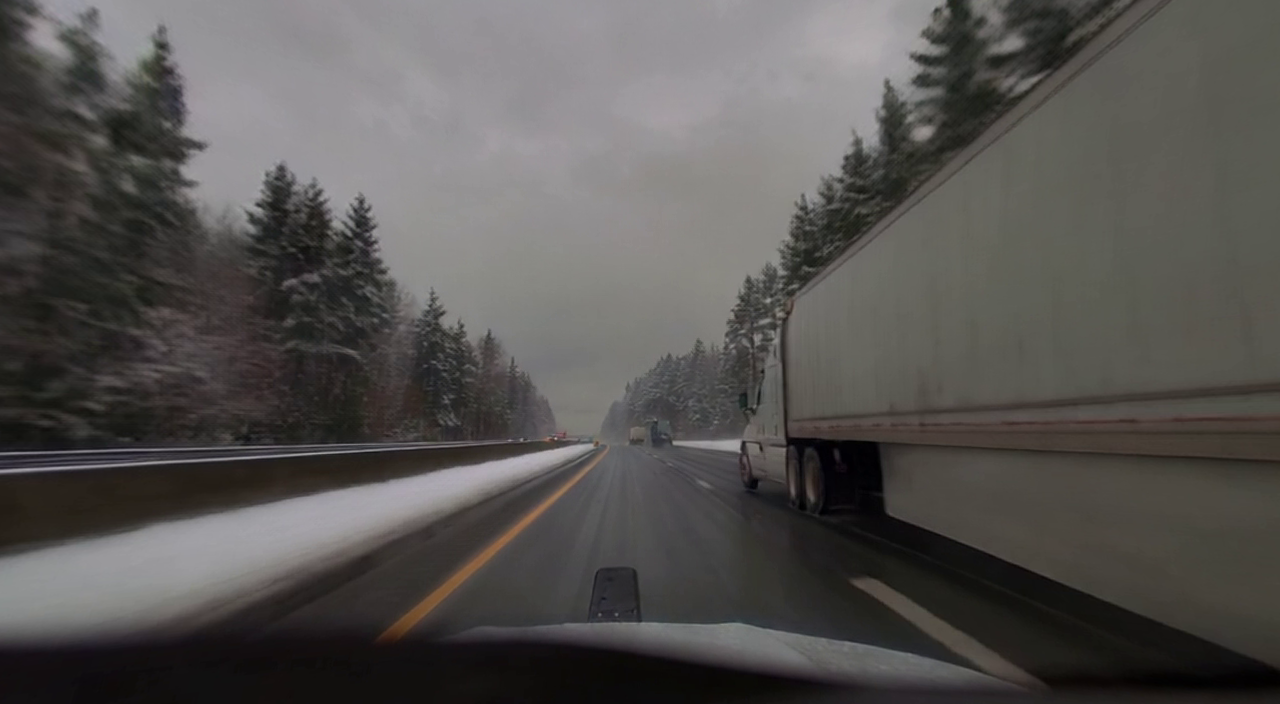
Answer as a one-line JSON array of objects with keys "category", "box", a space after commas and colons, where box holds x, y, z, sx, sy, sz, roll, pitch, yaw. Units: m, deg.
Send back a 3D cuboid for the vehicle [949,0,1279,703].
[{"category": "vehicle", "box": [4.334, -0.433, 1.327, 2.861, 3.991, 8.583, 0, -8, -1]}]
